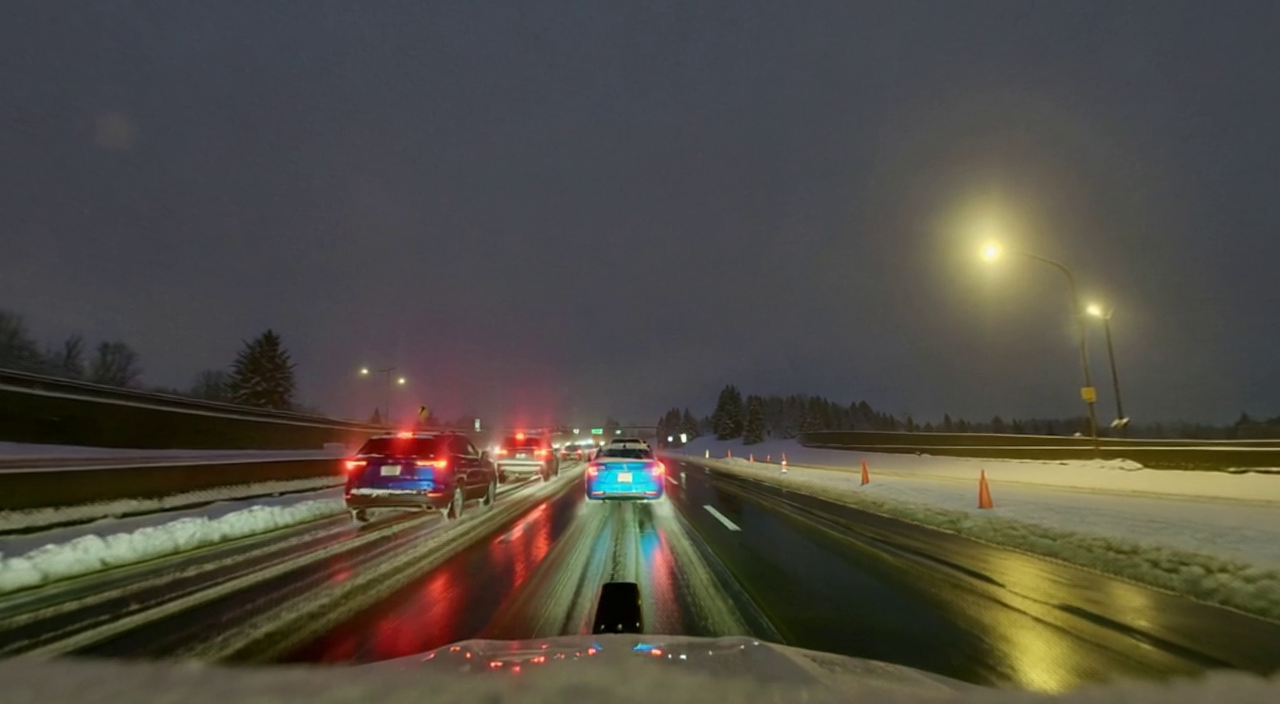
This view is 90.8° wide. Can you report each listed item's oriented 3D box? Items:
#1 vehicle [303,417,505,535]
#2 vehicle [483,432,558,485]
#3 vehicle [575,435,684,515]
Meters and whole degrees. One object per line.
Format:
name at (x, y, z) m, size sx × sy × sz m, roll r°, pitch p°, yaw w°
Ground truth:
vehicle at (-3.892, 2.120, 11.345) m, size 2.025 × 1.708 × 4.089 m, roll 0°, pitch -9°, yaw 0°
vehicle at (-4.209, 3.809, 22.855) m, size 1.982 × 1.727 × 4.057 m, roll 0°, pitch -9°, yaw -1°
vehicle at (-0.256, 2.631, 14.013) m, size 2.069 × 1.484 × 3.982 m, roll 0°, pitch -9°, yaw -2°
